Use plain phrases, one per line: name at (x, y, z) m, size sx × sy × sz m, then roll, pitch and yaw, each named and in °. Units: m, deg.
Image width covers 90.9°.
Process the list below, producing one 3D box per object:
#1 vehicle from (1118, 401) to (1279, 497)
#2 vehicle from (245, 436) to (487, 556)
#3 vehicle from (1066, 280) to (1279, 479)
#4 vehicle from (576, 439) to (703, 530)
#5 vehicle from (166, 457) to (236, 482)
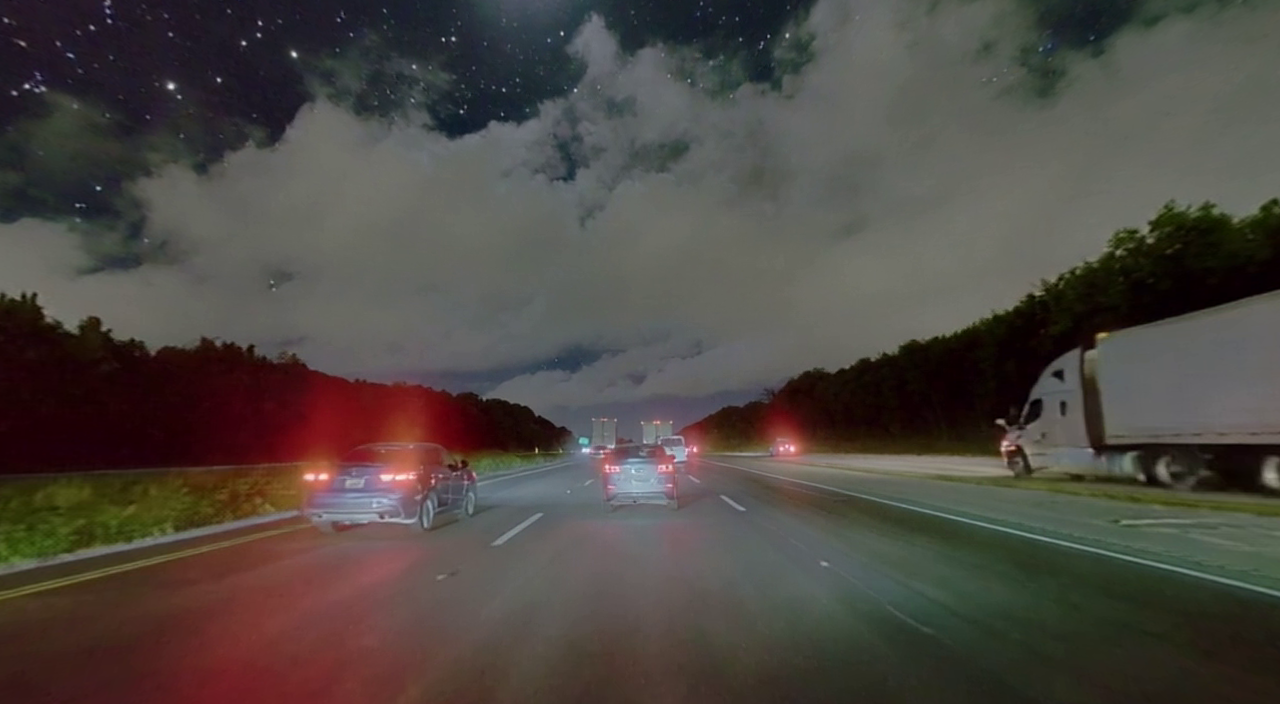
vehicle at (11.089, 1.736, 11.259) m, size 1.892 × 1.504 × 4.000 m, roll 0°, pitch -9°, yaw 0°
vehicle at (-4.026, 2.178, 10.249) m, size 1.929 × 1.509 × 4.331 m, roll 0°, pitch -9°, yaw 1°
vehicle at (14.734, 0.581, 13.157) m, size 2.825 × 4.085 × 12.815 m, roll 0°, pitch -9°, yaw 1°
vehicle at (-0.013, 2.460, 12.249) m, size 2.057 × 1.449 × 3.931 m, roll 0°, pitch -9°, yaw 0°
vehicle at (-27.045, 7.233, 38.910) m, size 1.691 × 1.381 × 3.503 m, roll 0°, pitch -9°, yaw 2°
